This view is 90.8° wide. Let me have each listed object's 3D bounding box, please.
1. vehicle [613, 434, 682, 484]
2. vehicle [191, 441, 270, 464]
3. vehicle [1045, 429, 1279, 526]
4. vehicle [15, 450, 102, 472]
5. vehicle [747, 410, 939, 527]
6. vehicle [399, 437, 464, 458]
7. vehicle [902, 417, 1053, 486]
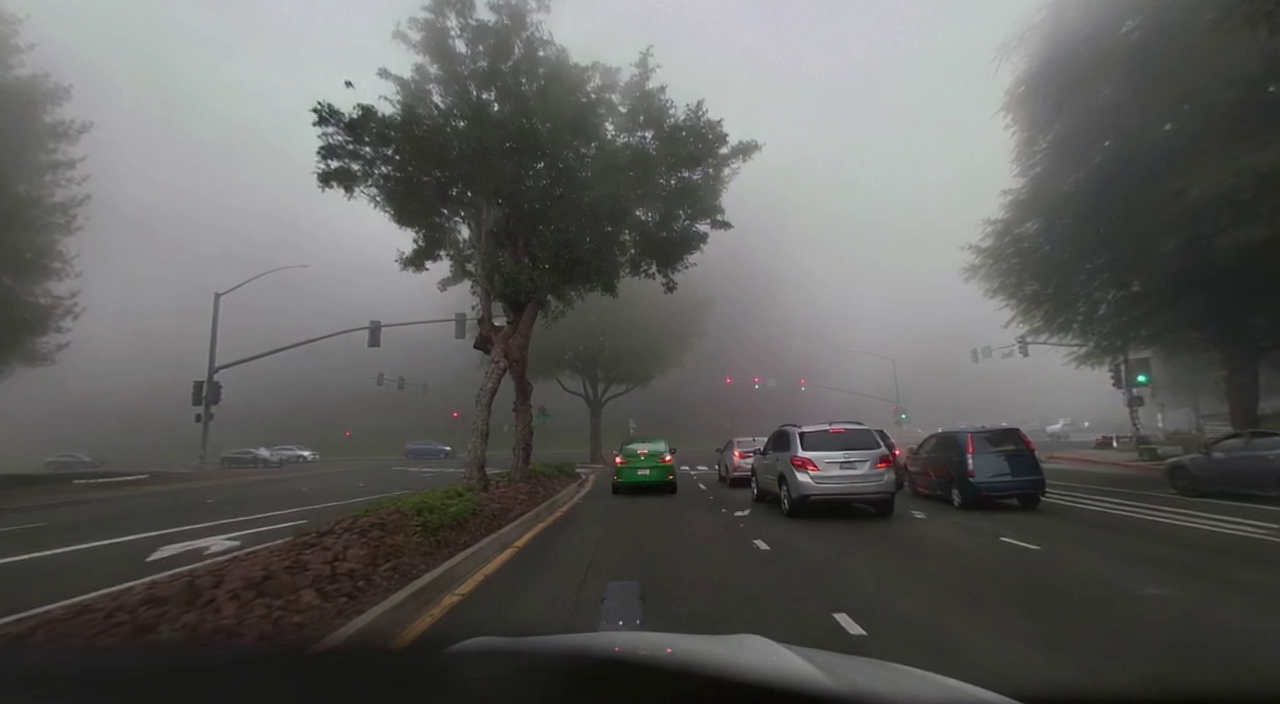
[{"bbox_3d":[0.282,3.461,20.717,2.026,1.458,4.175,0,-8,2],"label":"vehicle"},{"bbox_3d":[-29.716,7.294,45.907,4.517,1.637,1.935,-1,-9,9],"label":"vehicle"},{"bbox_3d":[10.408,2.364,12.489,1.919,1.549,4.452,0,-8,2],"label":"vehicle"},{"bbox_3d":[-40.766,7.624,44.296,4.630,1.441,1.923,-1,-9,9],"label":"vehicle"},{"bbox_3d":[3.543,2.155,12.249,2.111,1.780,4.990,0,-8,1],"label":"vehicle"},{"bbox_3d":[-15.586,7.163,47.354,4.076,1.498,2.175,-1,-8,5],"label":"vehicle"},{"bbox_3d":[10.976,3.309,21.230,2.130,1.988,5.684,0,-8,3],"label":"vehicle"}]
